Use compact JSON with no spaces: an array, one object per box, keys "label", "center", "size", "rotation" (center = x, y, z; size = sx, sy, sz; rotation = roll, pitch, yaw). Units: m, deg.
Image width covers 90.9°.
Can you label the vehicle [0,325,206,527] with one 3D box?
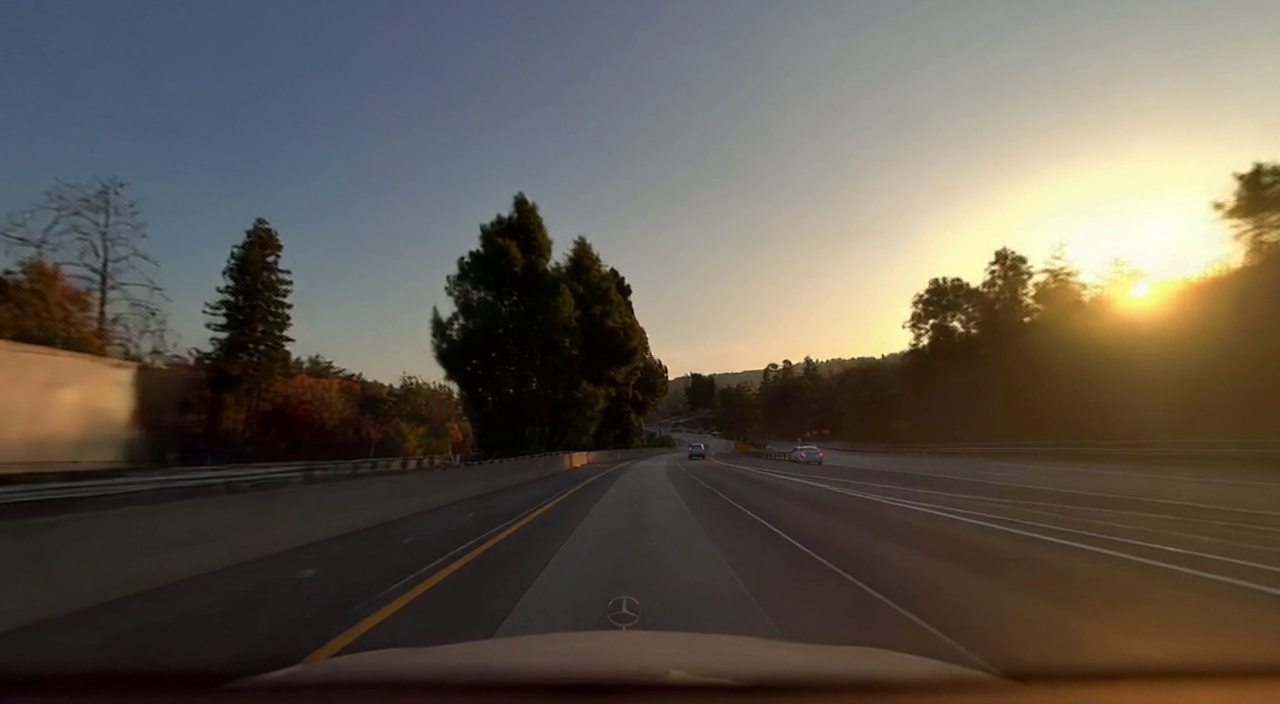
[{"label":"vehicle","center":[-14.645,1.284,11.399],"size":[2.854,4.101,14.140],"rotation":[-1,-9,3]}]
